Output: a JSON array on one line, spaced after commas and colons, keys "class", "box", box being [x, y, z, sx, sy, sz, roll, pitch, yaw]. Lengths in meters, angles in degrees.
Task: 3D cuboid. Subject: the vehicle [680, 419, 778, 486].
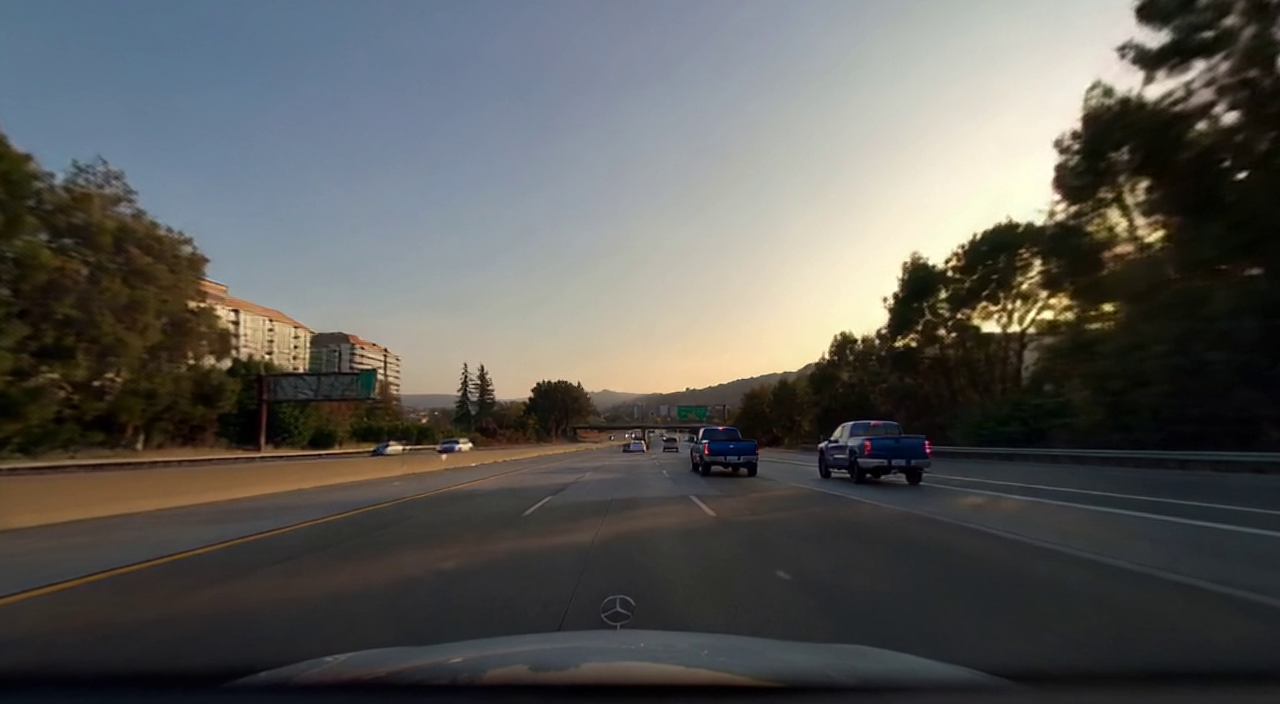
[{"class": "vehicle", "box": [2.840, 3.377, 21.396, 2.462, 1.984, 4.718, 0, -8, -2]}]

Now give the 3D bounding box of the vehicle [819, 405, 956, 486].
[{"class": "vehicle", "box": [7.762, 3.044, 20.581, 2.158, 2.268, 5.396, 0, -9, -1]}]
